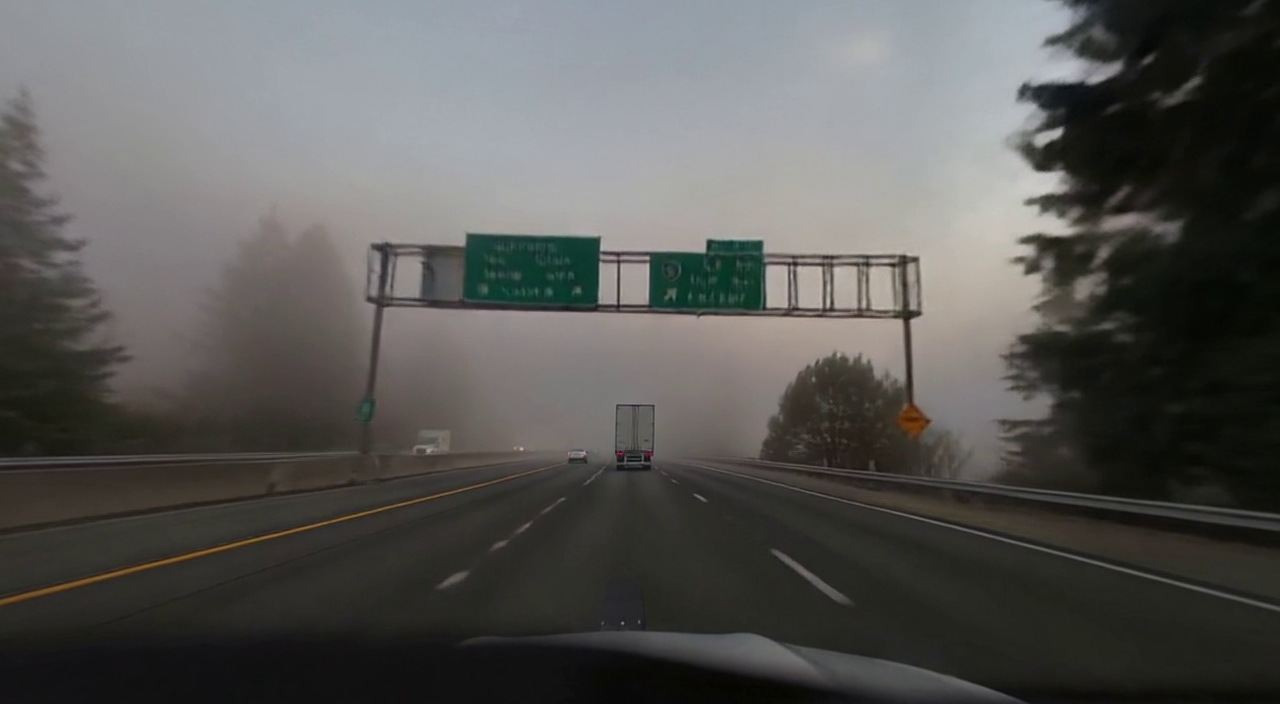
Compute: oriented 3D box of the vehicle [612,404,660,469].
[{"bbox_3d":[-0.408,5.993,43.952,2.962,3.953,10.696,0,-9,-2],"label":"vehicle"}]
